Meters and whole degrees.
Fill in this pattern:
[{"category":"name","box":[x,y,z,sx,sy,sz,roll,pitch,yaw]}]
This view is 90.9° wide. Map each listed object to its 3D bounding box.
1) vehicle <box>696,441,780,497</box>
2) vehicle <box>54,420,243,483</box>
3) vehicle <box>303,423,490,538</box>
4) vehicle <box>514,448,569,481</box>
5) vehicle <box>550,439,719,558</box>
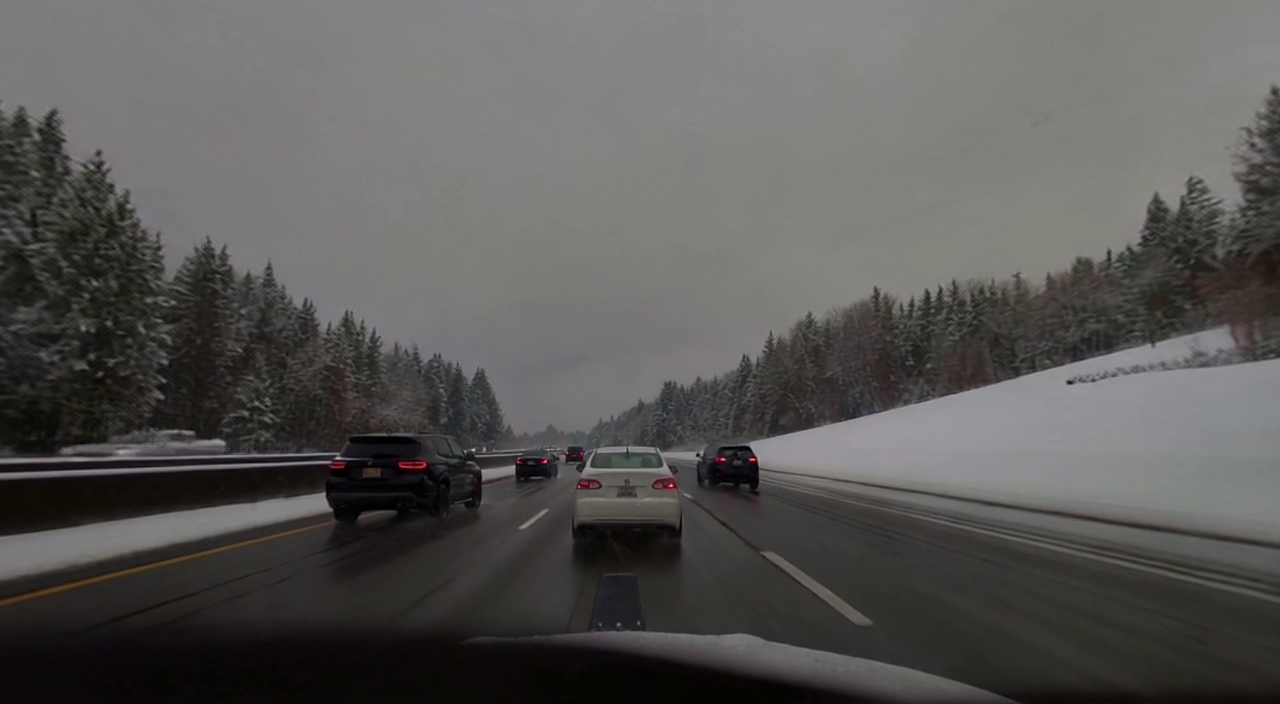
[{"category":"vehicle","box":[3.176,3.888,21.353,1.996,1.688,4.207,0,-9,-2]},{"category":"vehicle","box":[-12.842,2.652,16.870,1.798,1.462,4.069,0,-9,-1]},{"category":"vehicle","box":[-4.127,2.238,11.519,1.830,1.703,4.142,0,-9,-2]},{"category":"vehicle","box":[-4.704,5.414,30.627,2.122,1.491,3.800,0,-9,-1]},{"category":"vehicle","box":[-0.131,2.181,10.110,2.120,1.478,4.179,0,-9,-2]}]
